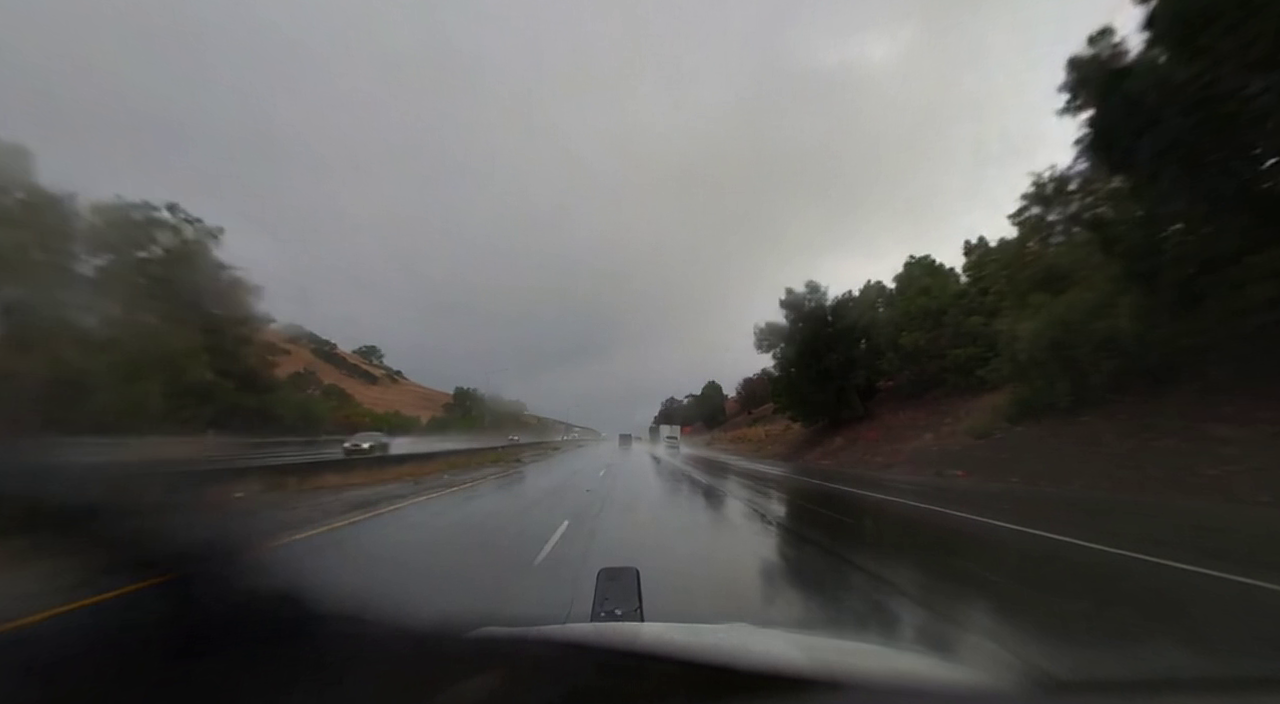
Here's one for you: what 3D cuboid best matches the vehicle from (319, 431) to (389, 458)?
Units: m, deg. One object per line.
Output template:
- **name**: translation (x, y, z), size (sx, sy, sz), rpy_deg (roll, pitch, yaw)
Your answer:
- **vehicle**: translation (-16.850, 5.450, 37.331), size (2.007, 1.465, 4.626), rpy_deg (0, -8, -1)
